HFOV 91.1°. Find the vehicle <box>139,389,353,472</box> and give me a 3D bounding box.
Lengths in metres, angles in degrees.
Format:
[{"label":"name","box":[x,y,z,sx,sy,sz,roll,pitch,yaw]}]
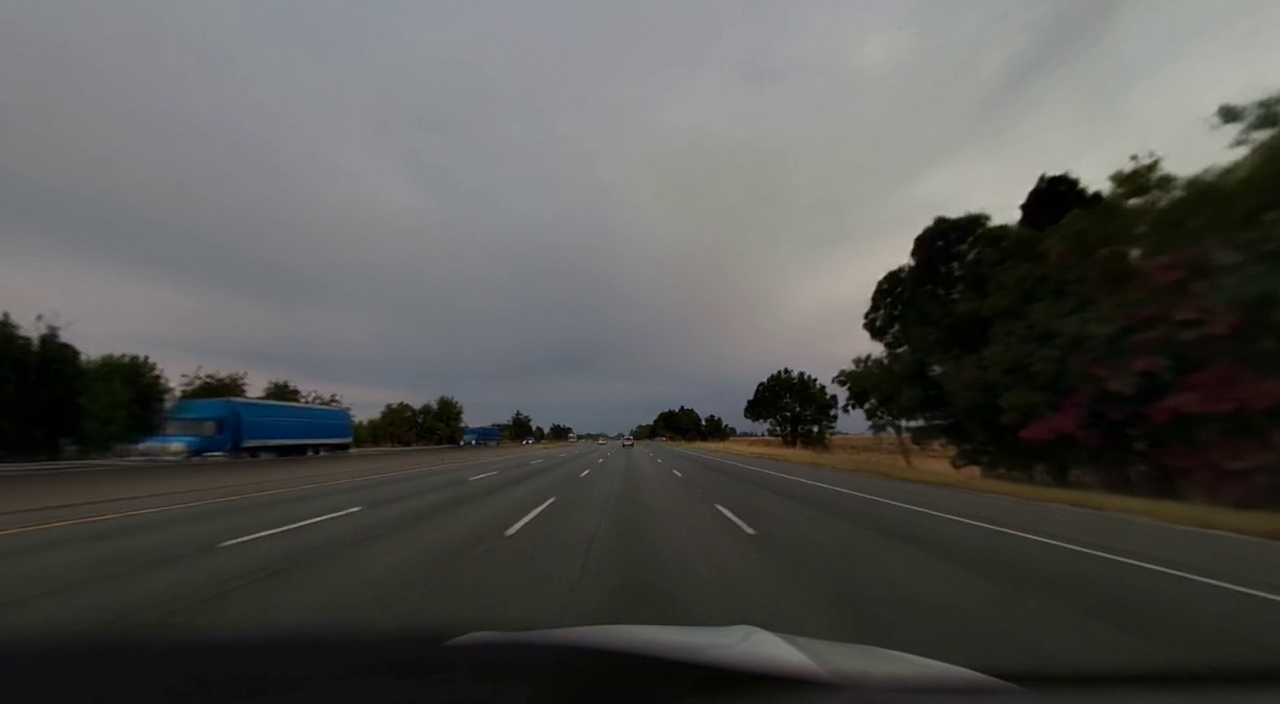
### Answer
[{"label":"vehicle","box":[-23.566,5.049,39.853,3.224,4.158,16.324,0,-8,0]}]
